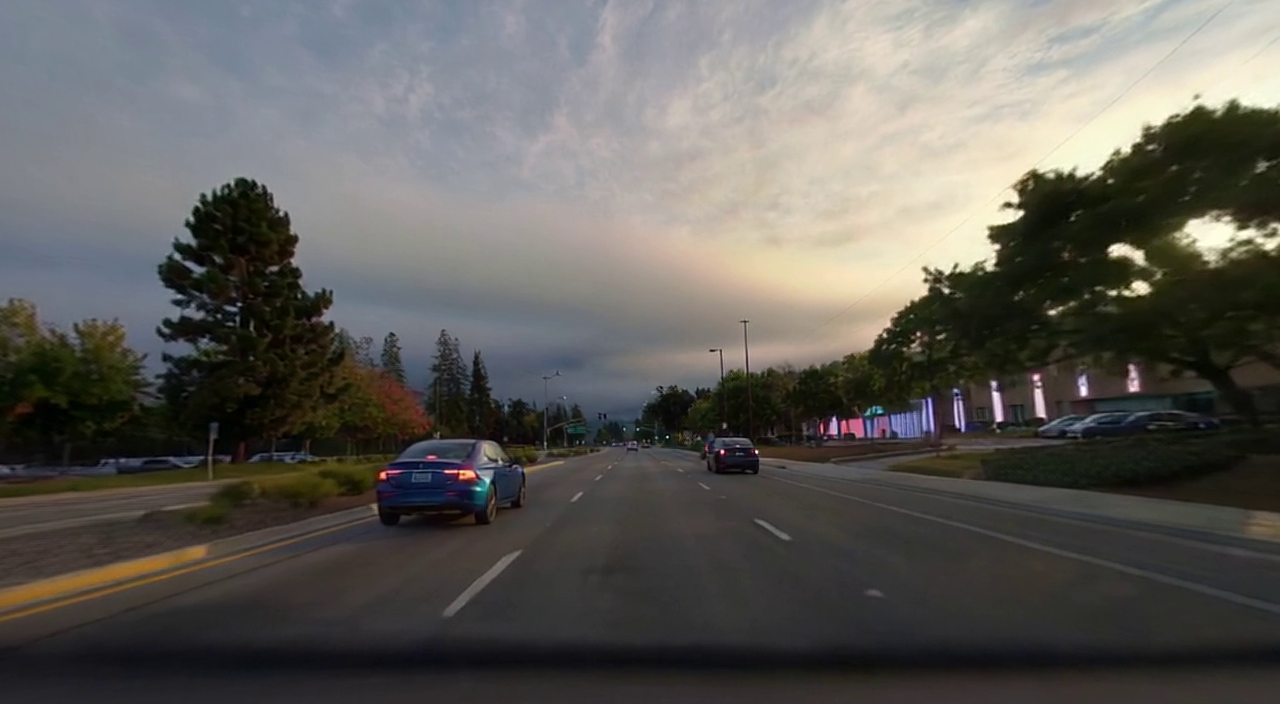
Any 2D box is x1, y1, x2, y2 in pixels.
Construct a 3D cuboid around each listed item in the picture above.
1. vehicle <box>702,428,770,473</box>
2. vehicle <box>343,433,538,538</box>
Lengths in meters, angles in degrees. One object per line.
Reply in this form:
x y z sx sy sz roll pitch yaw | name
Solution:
4.602 4.870 31.387 2.476 2.016 5.586 0 -8 0 | vehicle
-3.168 2.201 11.129 2.017 1.470 4.293 0 -8 0 | vehicle
